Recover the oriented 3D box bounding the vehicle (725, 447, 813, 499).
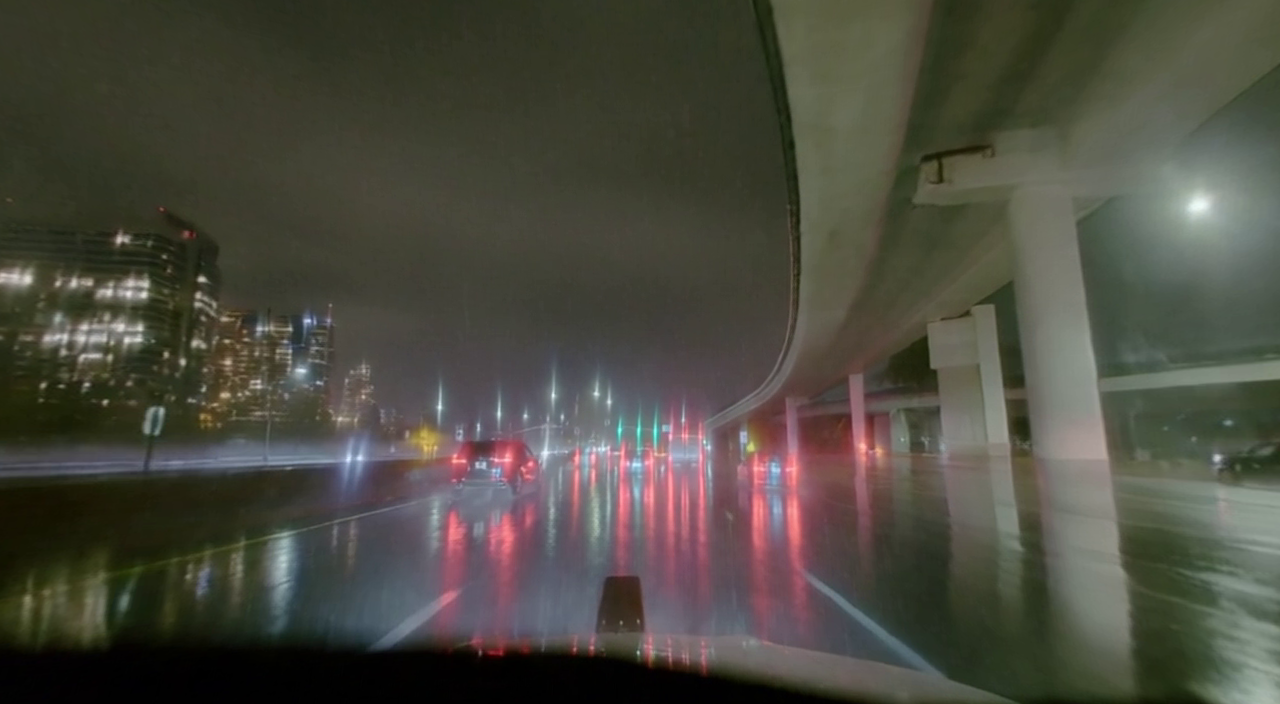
[{"bbox_3d":[4.020,3.828,20.329,1.974,1.490,3.994,0,-9,0],"label":"vehicle"}]

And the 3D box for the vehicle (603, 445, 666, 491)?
[{"bbox_3d":[-0.154,4.160,22.892,2.089,1.493,3.964,0,-9,1],"label":"vehicle"}]

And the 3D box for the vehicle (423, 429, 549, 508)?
[{"bbox_3d":[-3.948,3.070,17.111,2.142,1.819,4.648,0,-9,1],"label":"vehicle"}]

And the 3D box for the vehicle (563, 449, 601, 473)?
[{"bbox_3d":[-3.618,6.849,39.880,1.868,1.431,4.055,0,-9,2],"label":"vehicle"}]
